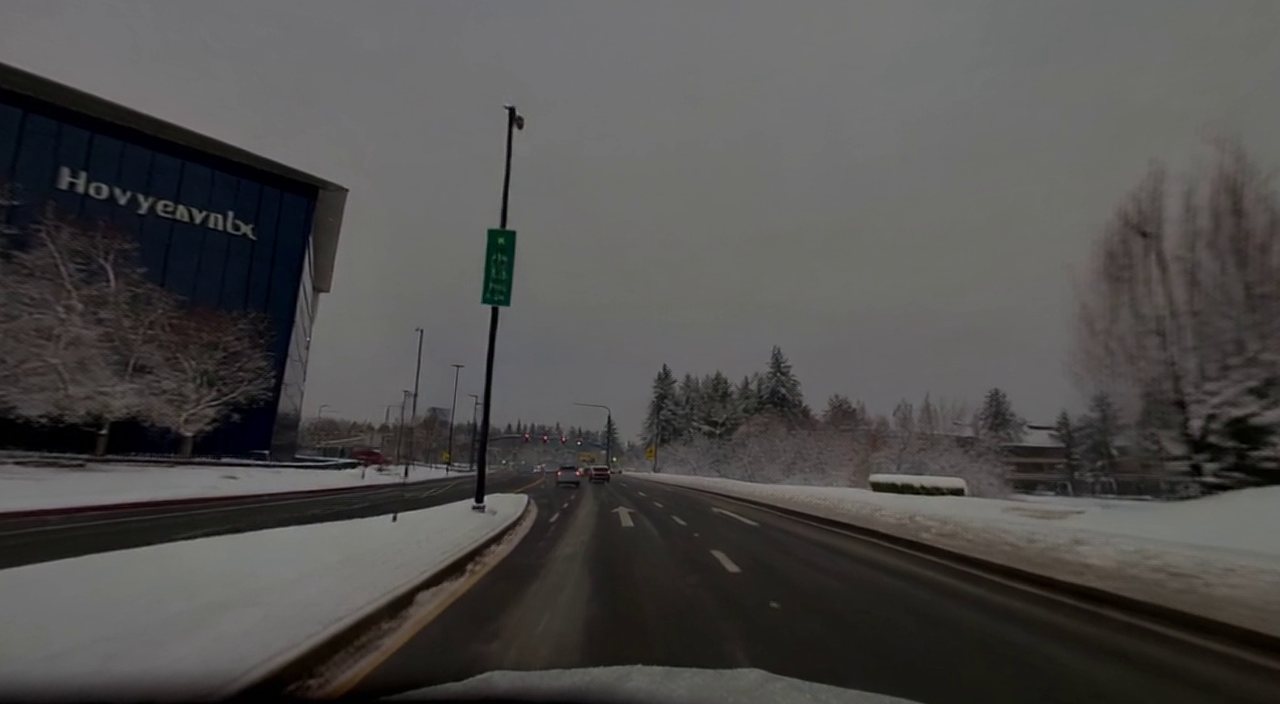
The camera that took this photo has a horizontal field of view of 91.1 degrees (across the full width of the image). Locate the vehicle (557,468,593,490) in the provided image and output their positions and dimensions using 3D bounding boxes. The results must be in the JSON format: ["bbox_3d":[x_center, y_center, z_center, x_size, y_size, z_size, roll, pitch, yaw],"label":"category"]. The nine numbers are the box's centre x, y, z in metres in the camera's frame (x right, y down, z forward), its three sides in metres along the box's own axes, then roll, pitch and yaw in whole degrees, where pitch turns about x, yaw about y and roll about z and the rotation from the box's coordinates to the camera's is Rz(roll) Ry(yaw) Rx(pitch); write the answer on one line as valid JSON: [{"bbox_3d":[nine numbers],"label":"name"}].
[{"bbox_3d":[-3.841,7.417,36.708,1.775,1.186,2.933,3,-11,-12],"label":"vehicle"}]
